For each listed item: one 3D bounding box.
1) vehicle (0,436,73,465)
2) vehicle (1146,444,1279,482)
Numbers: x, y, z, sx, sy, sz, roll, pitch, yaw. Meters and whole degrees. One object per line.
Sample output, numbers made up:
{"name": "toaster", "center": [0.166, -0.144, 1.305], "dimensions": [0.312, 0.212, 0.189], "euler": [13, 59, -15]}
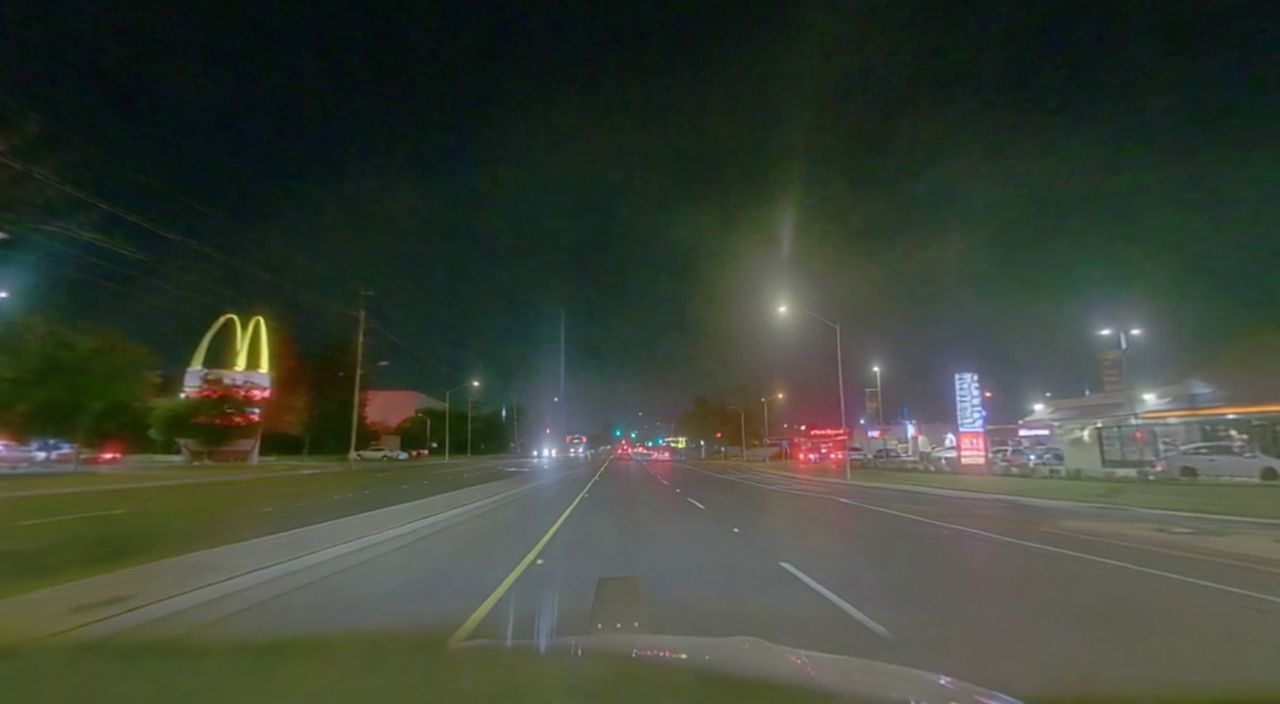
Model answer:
{"name": "vehicle", "center": [-46.518, 7.400, 47.734], "dimensions": [2.278, 2.065, 5.344], "euler": [1, -8, 0]}
{"name": "vehicle", "center": [24.492, 4.603, 26.521], "dimensions": [2.066, 1.467, 4.486], "euler": [5, -10, -31]}
